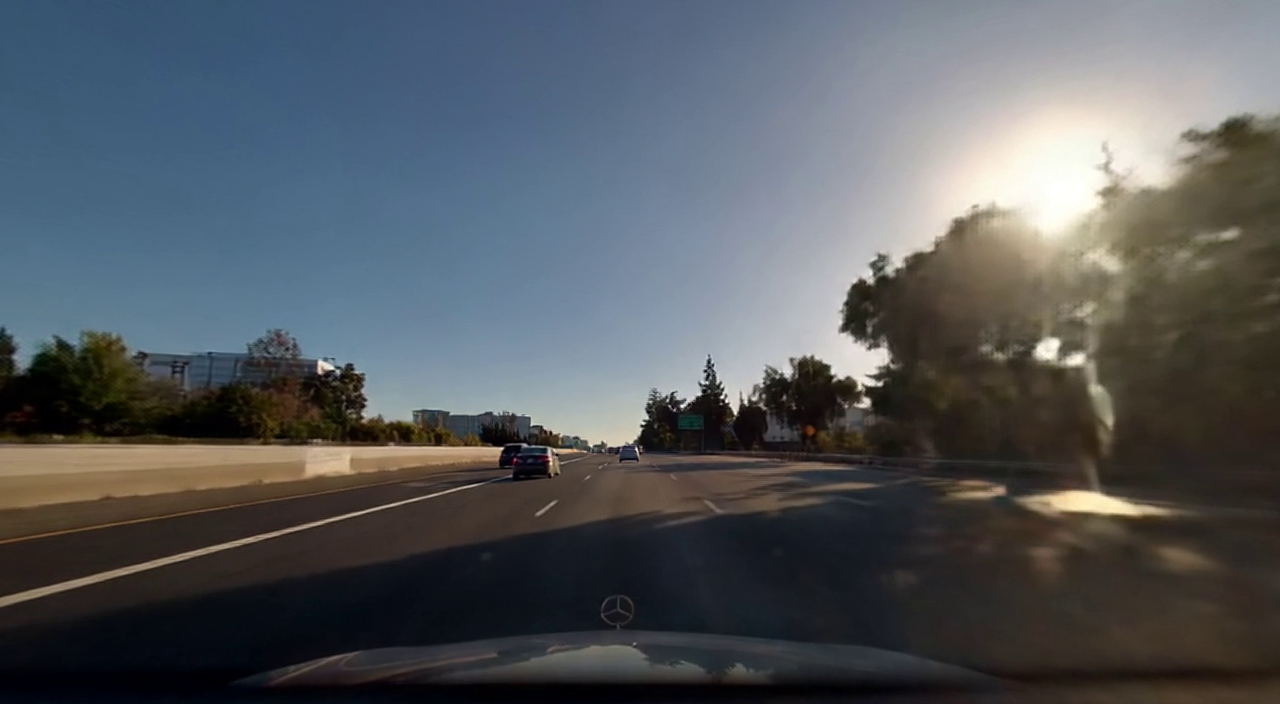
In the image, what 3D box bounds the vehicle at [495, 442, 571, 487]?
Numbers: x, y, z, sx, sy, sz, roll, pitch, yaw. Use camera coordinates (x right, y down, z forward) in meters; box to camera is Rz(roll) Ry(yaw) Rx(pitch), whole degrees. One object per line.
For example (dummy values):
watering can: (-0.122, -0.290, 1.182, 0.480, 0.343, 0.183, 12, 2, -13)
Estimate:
vehicle: (-4.105, 4.383, 25.071, 2.140, 1.574, 4.946, 0, -8, 0)
